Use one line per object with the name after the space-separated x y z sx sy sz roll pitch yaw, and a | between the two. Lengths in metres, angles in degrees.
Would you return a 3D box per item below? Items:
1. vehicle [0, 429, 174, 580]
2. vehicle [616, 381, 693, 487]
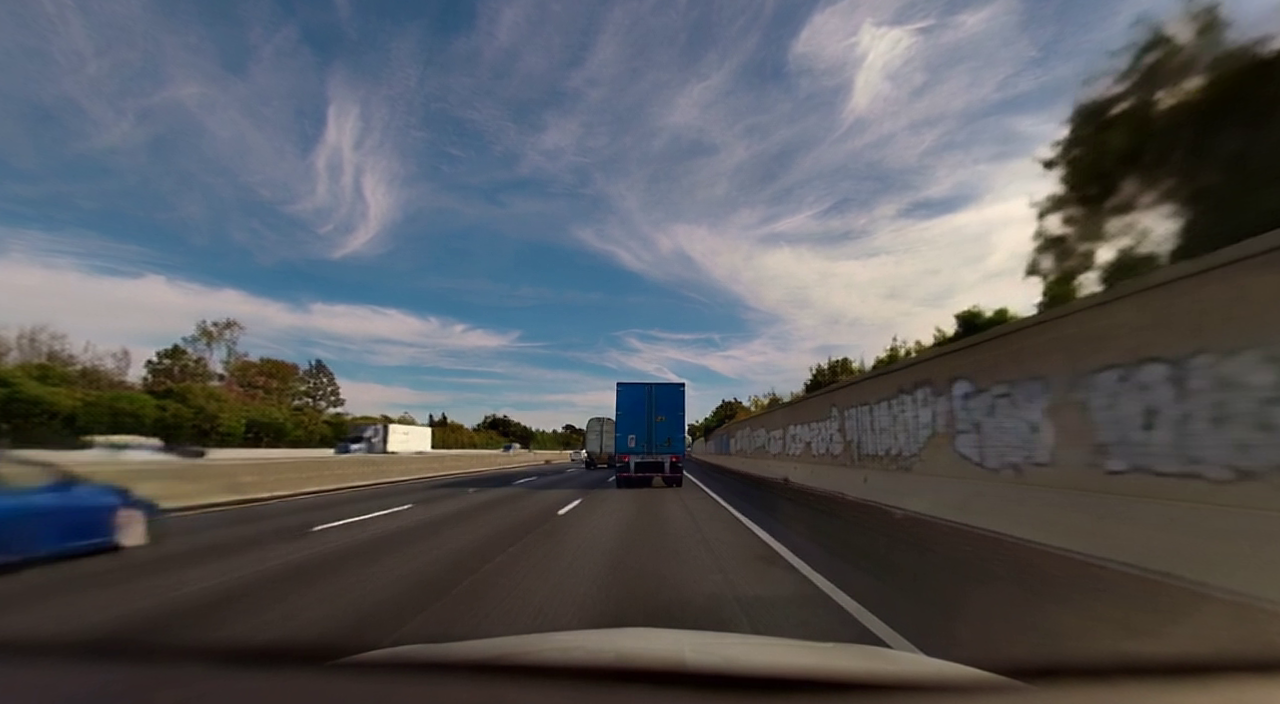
-7.560 1.543 6.317 1.998 1.529 4.850 0 -9 1 | vehicle
0.607 3.993 29.958 2.997 4.069 10.871 0 -9 1 | vehicle
